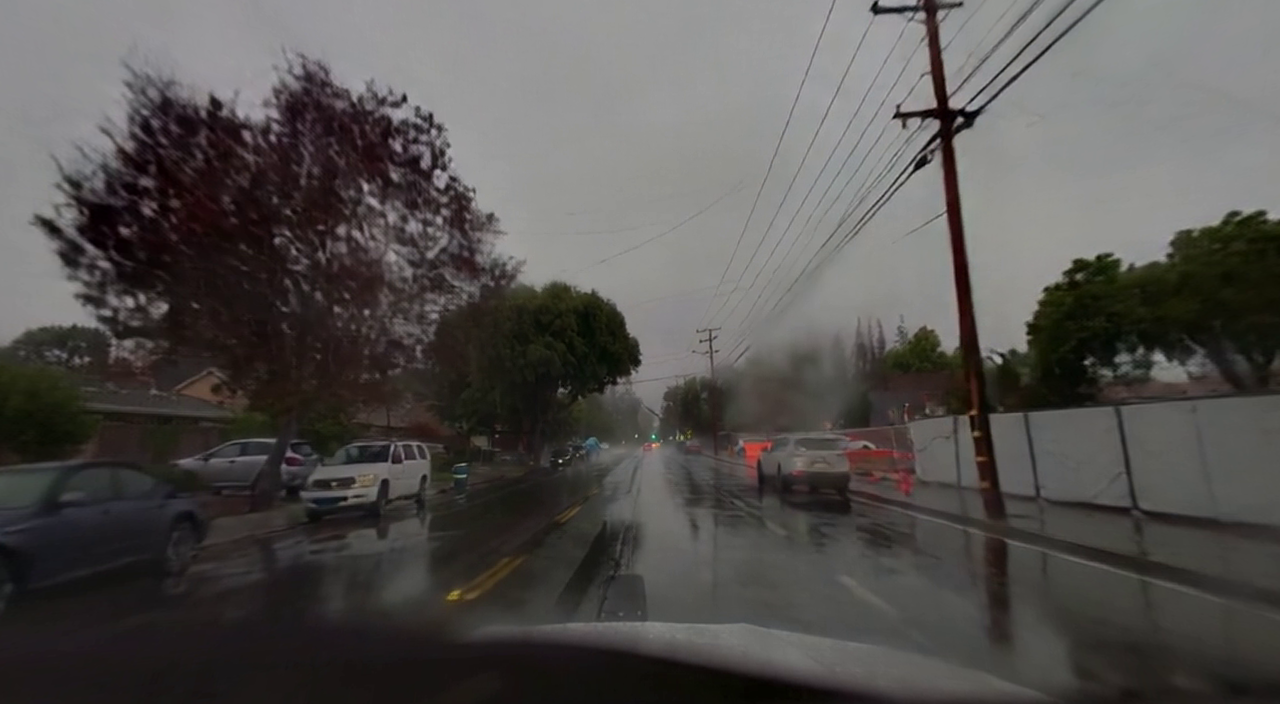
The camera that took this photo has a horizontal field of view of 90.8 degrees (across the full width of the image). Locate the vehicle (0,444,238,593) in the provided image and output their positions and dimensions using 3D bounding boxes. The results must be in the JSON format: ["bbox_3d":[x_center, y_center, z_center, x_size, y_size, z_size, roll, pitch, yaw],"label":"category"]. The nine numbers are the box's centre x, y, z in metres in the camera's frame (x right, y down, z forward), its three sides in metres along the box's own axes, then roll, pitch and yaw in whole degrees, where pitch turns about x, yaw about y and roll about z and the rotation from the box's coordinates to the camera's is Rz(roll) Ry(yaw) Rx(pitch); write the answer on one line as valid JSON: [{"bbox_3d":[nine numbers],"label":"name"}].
[{"bbox_3d":[-7.514,1.957,7.939,2.041,1.480,4.474,-2,-9,-1],"label":"vehicle"}]

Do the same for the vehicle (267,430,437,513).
[{"bbox_3d":[-7.166,3.009,16.407,2.055,1.806,4.540,-1,-8,4],"label":"vehicle"}]

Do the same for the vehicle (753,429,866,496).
[{"bbox_3d":[4.437,2.966,17.284,1.902,1.542,4.099,-2,-8,0],"label":"vehicle"}]

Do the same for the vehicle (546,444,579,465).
[{"bbox_3d":[-5.964,7.993,49.310,1.771,1.512,4.281,-1,-9,4],"label":"vehicle"}]
